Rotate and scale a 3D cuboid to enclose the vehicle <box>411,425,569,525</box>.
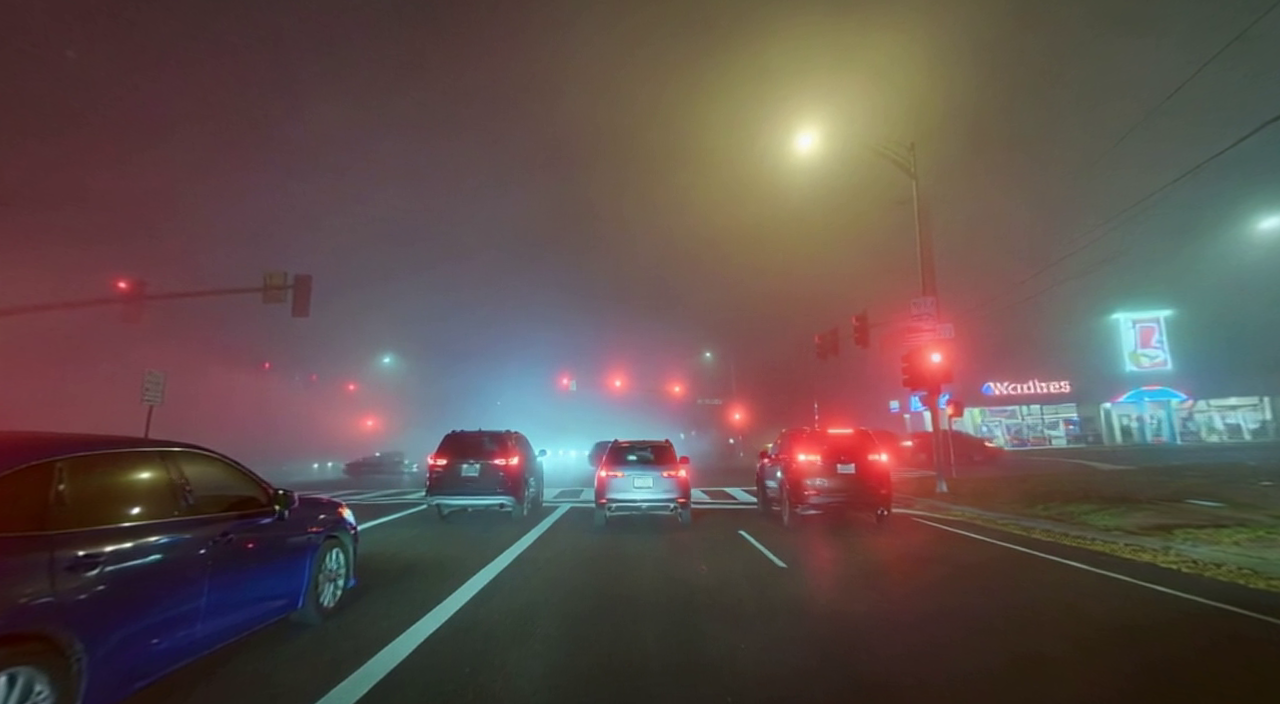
[{"bbox_3d":[-2.826,2.436,12.939,2.072,1.694,4.070,-1,-9,2],"label":"vehicle"}]

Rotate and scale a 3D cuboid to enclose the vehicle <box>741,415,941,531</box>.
[{"bbox_3d":[3.305,2.113,11.485,2.076,1.691,4.402,0,-9,-1],"label":"vehicle"}]

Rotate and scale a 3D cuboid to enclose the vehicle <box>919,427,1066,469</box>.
[{"bbox_3d":[17.471,4.808,31.561,5.829,1.977,2.379,-2,-9,10],"label":"vehicle"}]

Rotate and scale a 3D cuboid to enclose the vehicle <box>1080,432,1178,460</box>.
[{"bbox_3d":[30.553,5.899,39.441,4.432,1.680,1.932,0,-9,2],"label":"vehicle"}]

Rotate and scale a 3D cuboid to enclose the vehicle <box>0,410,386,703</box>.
[{"bbox_3d":[-3.329,1.135,3.425,2.014,1.472,4.357,0,-9,1],"label":"vehicle"}]

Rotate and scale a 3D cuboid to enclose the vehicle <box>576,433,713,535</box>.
[{"bbox_3d":[0.108,2.274,11.394,2.032,1.499,3.994,0,-9,1],"label":"vehicle"}]
